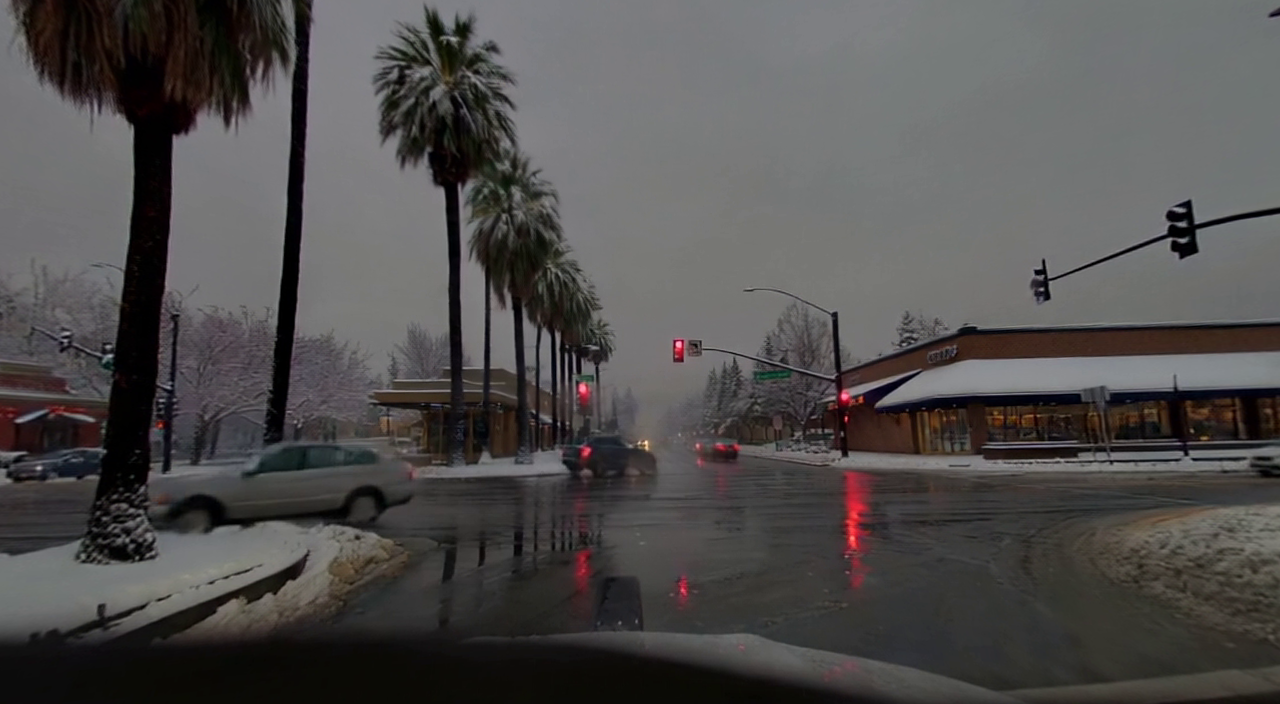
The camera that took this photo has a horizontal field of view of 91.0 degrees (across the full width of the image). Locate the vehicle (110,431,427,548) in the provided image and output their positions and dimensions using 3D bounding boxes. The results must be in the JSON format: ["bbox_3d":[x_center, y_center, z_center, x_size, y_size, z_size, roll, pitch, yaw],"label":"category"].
[{"bbox_3d":[-5.871,2.121,10.424,1.828,1.512,4.035,-6,-11,37],"label":"vehicle"}]

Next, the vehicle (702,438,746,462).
[{"bbox_3d":[5.734,6.763,43.420,1.890,1.572,3.826,2,-9,-11],"label":"vehicle"}]

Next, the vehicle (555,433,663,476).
[{"bbox_3d":[-1.206,4.303,26.637,1.999,1.653,4.603,-7,-11,39],"label":"vehicle"}]
